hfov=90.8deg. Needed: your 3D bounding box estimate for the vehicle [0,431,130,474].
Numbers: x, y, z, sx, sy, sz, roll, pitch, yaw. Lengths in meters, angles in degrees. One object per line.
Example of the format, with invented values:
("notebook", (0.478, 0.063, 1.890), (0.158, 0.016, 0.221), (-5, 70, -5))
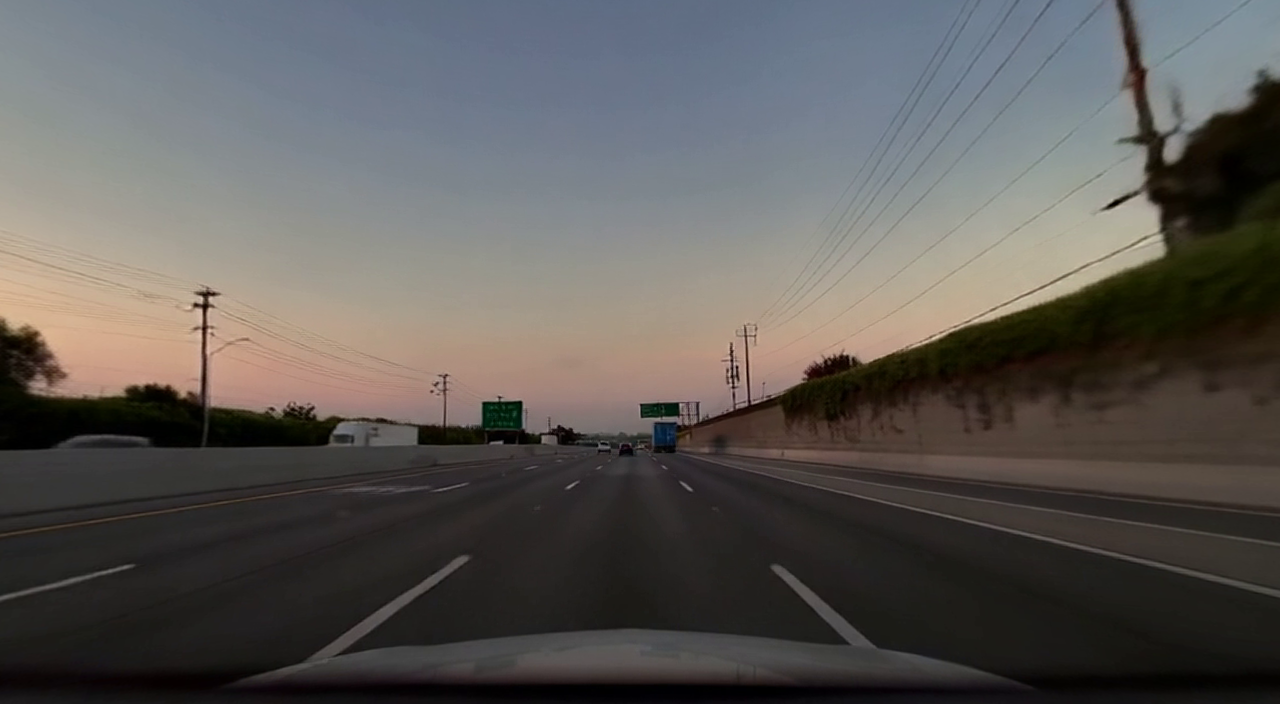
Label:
("vehicle", (-21.223, 3.689, 23.372), (1.713, 1.403, 3.550), (-2, -8, 0))
